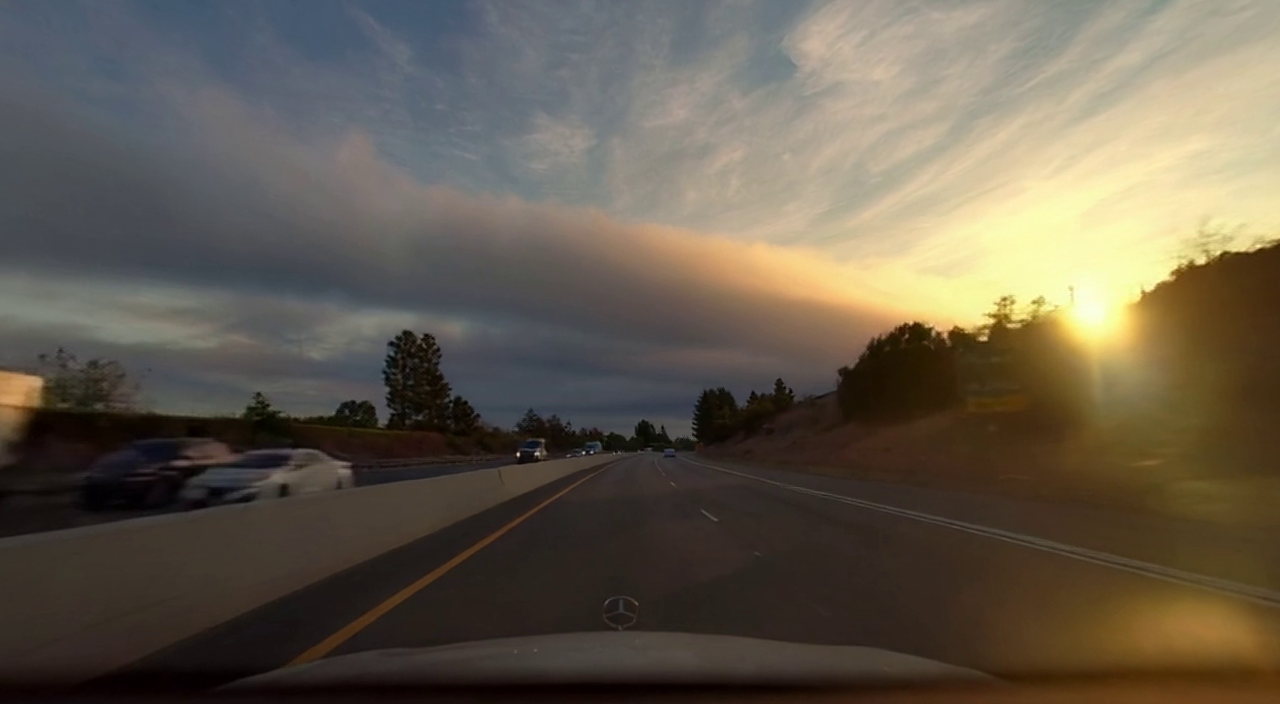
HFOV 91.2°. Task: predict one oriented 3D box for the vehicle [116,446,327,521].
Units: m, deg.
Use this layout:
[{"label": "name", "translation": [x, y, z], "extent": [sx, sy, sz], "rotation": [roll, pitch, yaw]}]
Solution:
[{"label": "vehicle", "translation": [-9.718, 3.048, 15.136], "extent": [2.026, 1.496, 4.495], "rotation": [0, -9, -1]}]
